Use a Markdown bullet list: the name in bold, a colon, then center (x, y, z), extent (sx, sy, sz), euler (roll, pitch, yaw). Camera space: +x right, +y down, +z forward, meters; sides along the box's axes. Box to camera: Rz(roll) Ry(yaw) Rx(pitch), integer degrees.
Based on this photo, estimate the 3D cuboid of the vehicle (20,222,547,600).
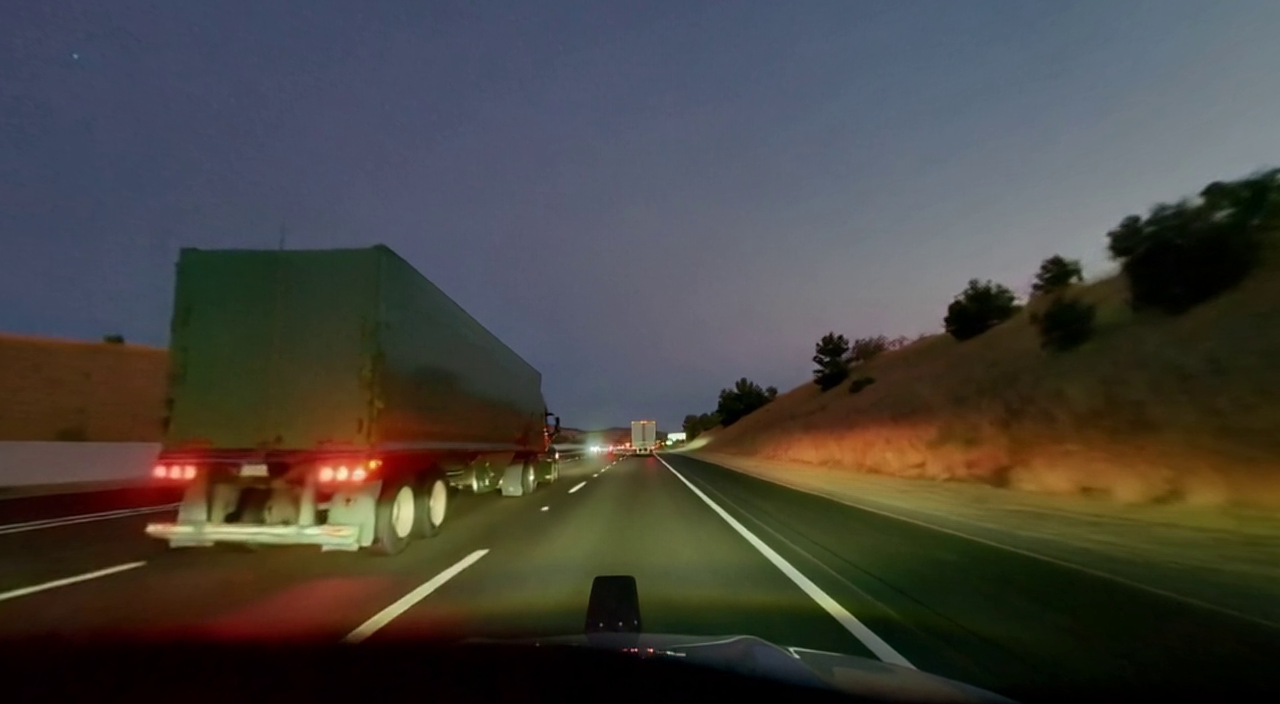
- **vehicle**: center (-3.804, 1.266, 10.875), extent (2.789, 3.271, 10.894), euler (1, -9, 0)
